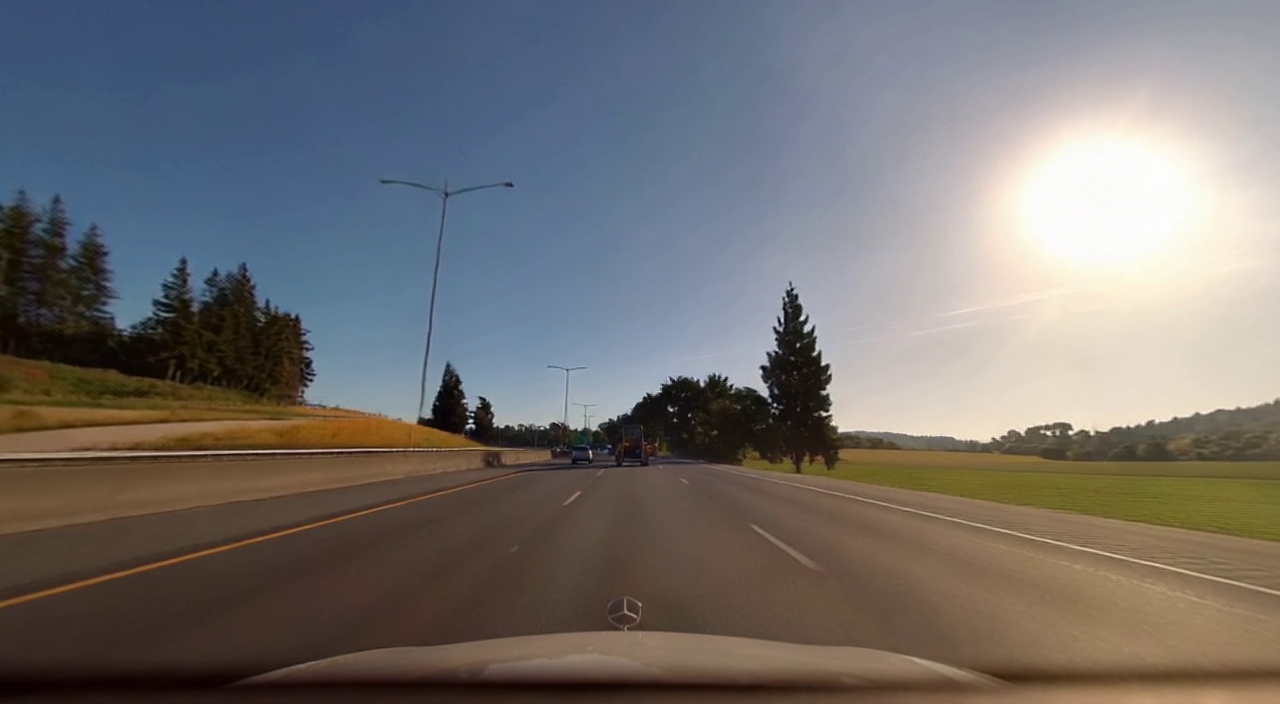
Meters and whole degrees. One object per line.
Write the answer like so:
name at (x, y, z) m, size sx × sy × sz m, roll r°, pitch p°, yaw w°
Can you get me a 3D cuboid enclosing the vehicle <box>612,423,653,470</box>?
vehicle at (-0.552, 6.722, 45.021) m, size 2.672 × 3.056 × 6.900 m, roll 0°, pitch -9°, yaw -1°
